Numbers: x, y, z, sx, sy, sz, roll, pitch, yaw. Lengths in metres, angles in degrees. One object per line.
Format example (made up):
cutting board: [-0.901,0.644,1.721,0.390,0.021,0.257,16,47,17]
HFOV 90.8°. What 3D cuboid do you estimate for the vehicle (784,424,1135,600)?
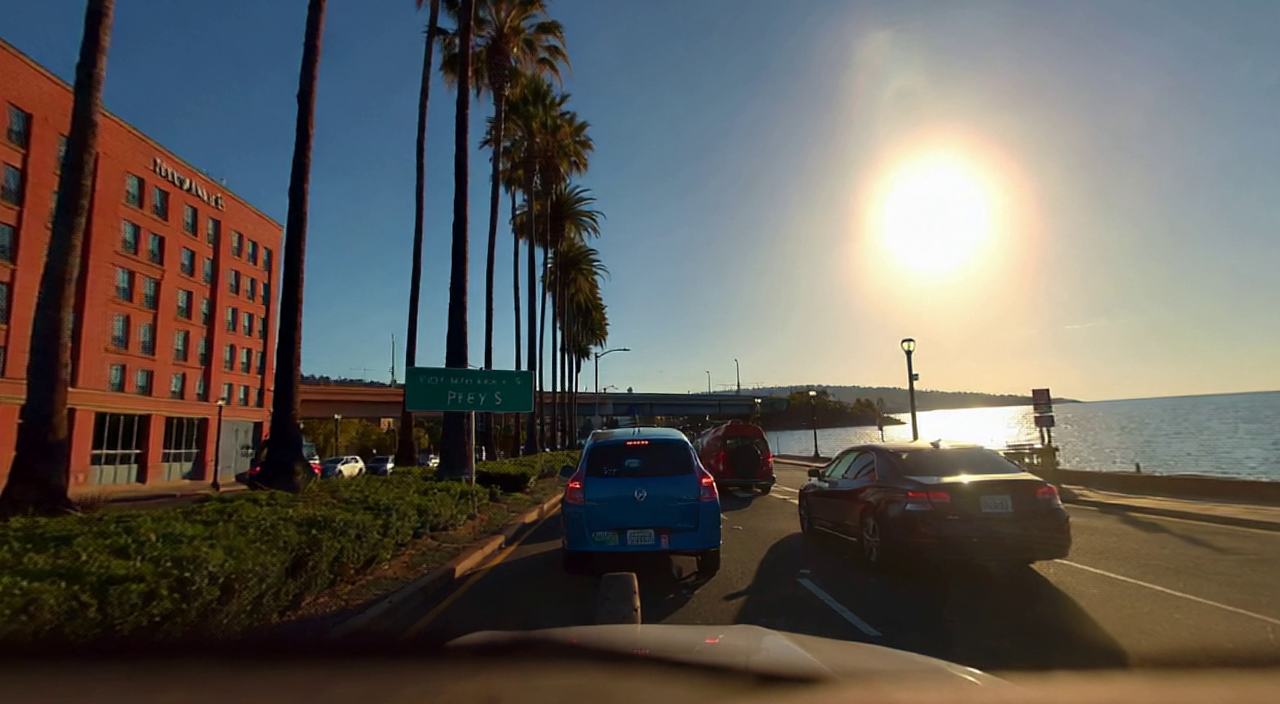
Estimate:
vehicle: [3.265,1.716,7.707,1.920,1.490,4.417,0,-9,-1]

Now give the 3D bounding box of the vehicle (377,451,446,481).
vehicle: [-14.951,7.468,41.652,2.104,1.802,4.852,-2,-9,9]

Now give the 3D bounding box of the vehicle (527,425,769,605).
vehicle: [0.059,1.667,7.277,2.048,1.503,3.681,0,-9,0]
